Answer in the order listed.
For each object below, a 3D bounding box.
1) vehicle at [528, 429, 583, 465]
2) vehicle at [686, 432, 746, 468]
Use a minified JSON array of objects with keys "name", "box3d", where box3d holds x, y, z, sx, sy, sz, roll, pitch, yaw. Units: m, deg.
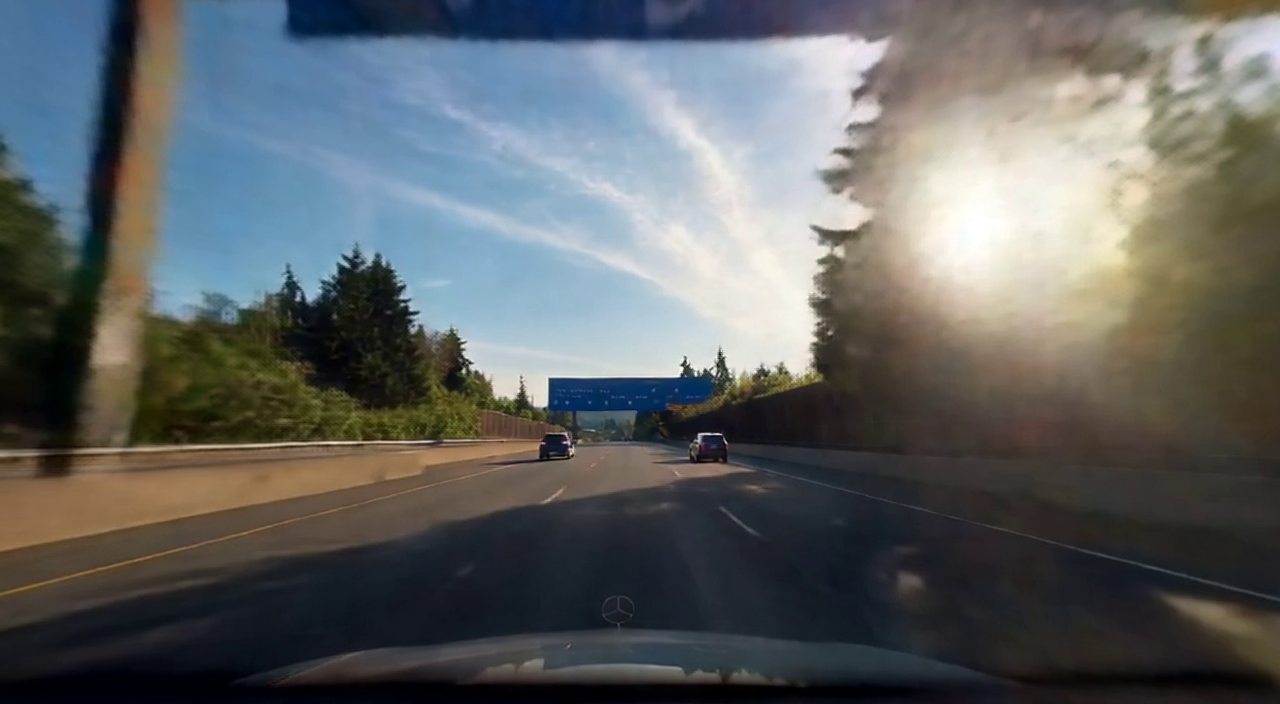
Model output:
[{"name":"vehicle","box3d":[-4.168,4.731,31.610,2.219,1.660,4.153,0,-8,-1]},{"name":"vehicle","box3d":[3.413,4.489,29.215,2.077,1.523,4.539,0,-8,-2]}]
